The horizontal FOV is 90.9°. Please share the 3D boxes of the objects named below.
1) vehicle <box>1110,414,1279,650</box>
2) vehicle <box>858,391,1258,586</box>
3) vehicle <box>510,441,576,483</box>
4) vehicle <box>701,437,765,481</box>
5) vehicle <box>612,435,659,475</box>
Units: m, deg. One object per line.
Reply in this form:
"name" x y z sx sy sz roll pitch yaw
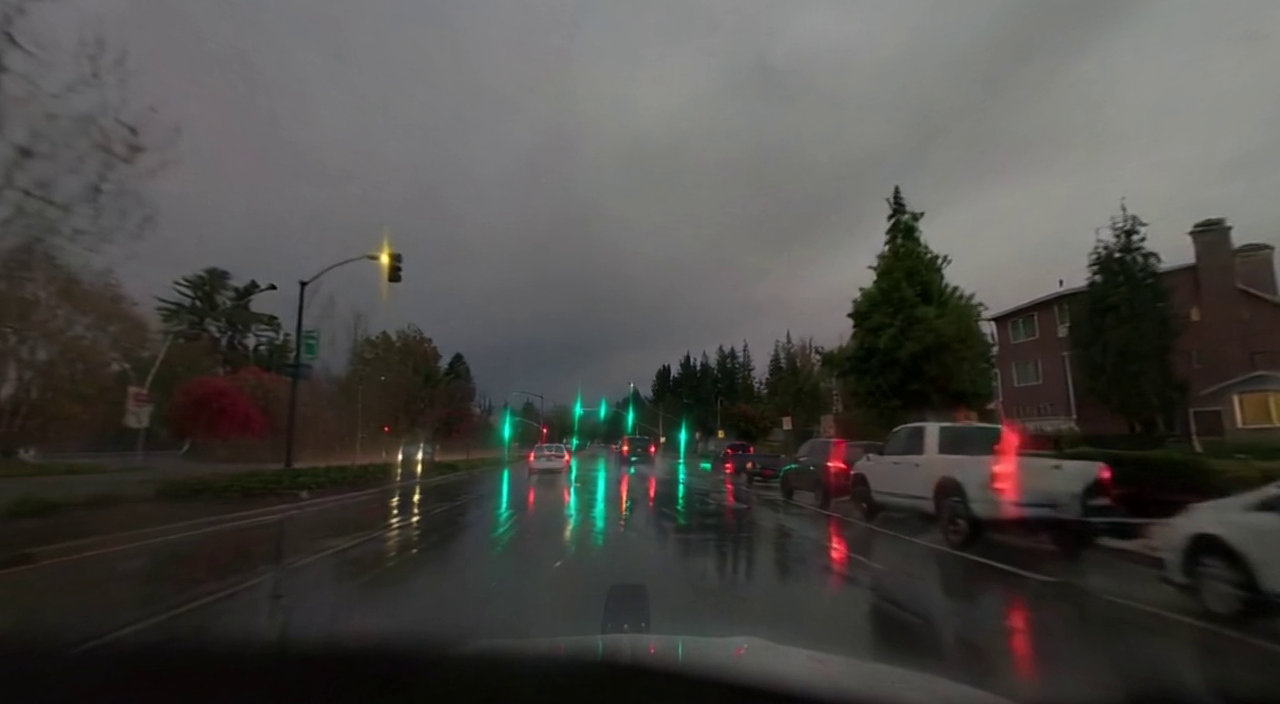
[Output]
"vehicle" 5.340 1.162 3.507 1.822 1.595 4.583 4 -9 -2
"vehicle" 5.100 1.731 8.845 2.177 1.966 4.707 0 -8 -3
"vehicle" -3.685 4.246 24.671 2.140 1.474 4.026 0 -8 -3
"vehicle" 4.157 4.889 29.067 1.980 1.805 4.724 1 -9 -3
"vehicle" -0.312 5.005 30.861 2.073 1.822 4.276 0 -8 -3
